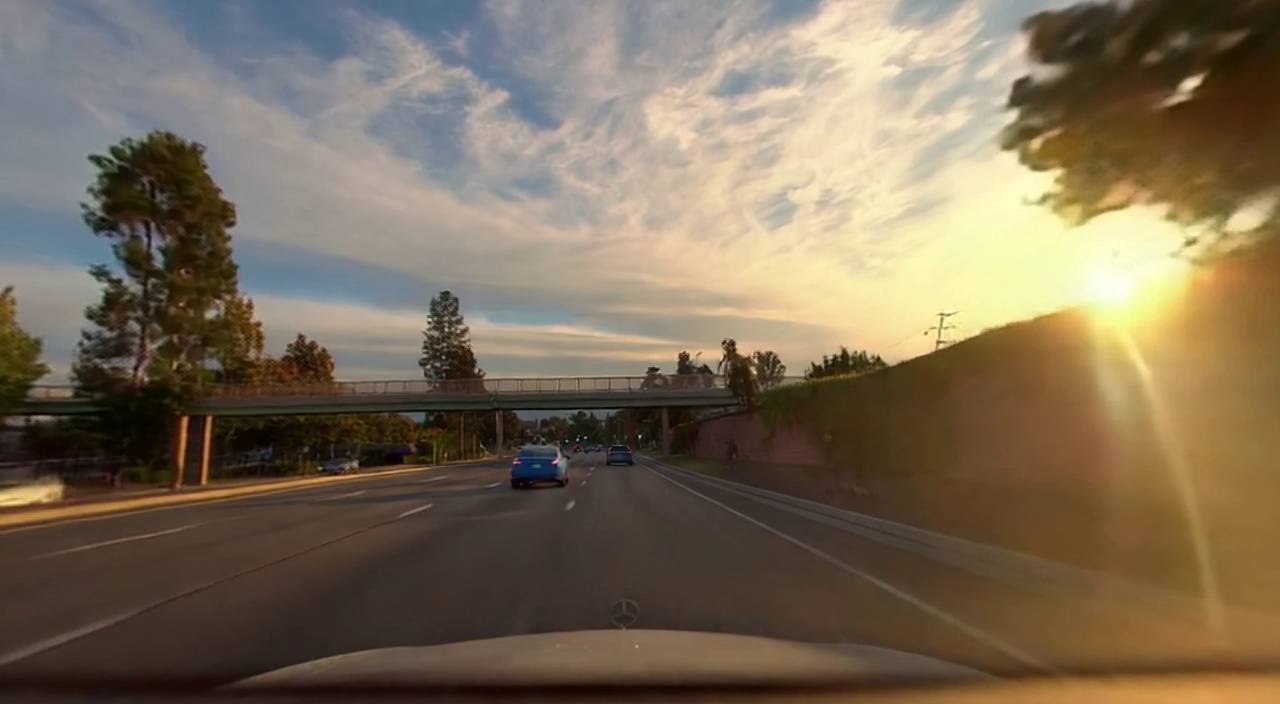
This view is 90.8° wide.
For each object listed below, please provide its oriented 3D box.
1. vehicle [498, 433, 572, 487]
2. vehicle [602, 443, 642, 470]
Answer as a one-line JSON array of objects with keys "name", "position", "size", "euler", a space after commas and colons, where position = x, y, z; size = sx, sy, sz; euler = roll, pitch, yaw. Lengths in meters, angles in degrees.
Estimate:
[{"name": "vehicle", "position": [-3.763, 3.969, 23.547], "size": [2.223, 1.771, 4.581], "euler": [0, -8, -3]}, {"name": "vehicle", "position": [-1.146, 6.206, 37.720], "size": [2.205, 1.509, 4.272], "euler": [1, -8, -5]}]
